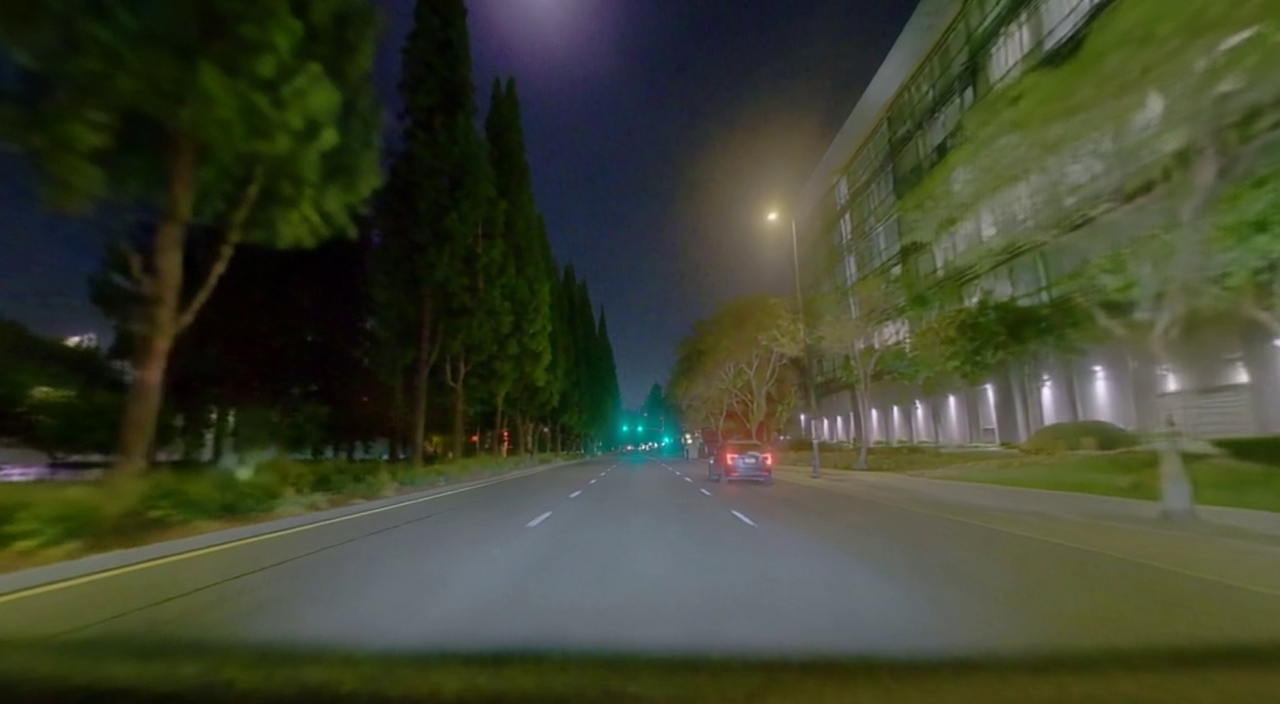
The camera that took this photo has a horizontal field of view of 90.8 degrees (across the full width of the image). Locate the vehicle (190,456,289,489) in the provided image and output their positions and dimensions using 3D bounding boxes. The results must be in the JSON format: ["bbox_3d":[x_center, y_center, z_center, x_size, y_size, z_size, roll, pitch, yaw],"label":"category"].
[{"bbox_3d":[-19.903,5.972,31.692,1.880,1.455,4.654,0,-9,1],"label":"vehicle"}]

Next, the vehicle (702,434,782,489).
[{"bbox_3d":[3.526,3.882,22.697,2.083,1.743,4.354,0,-8,-1],"label":"vehicle"}]
